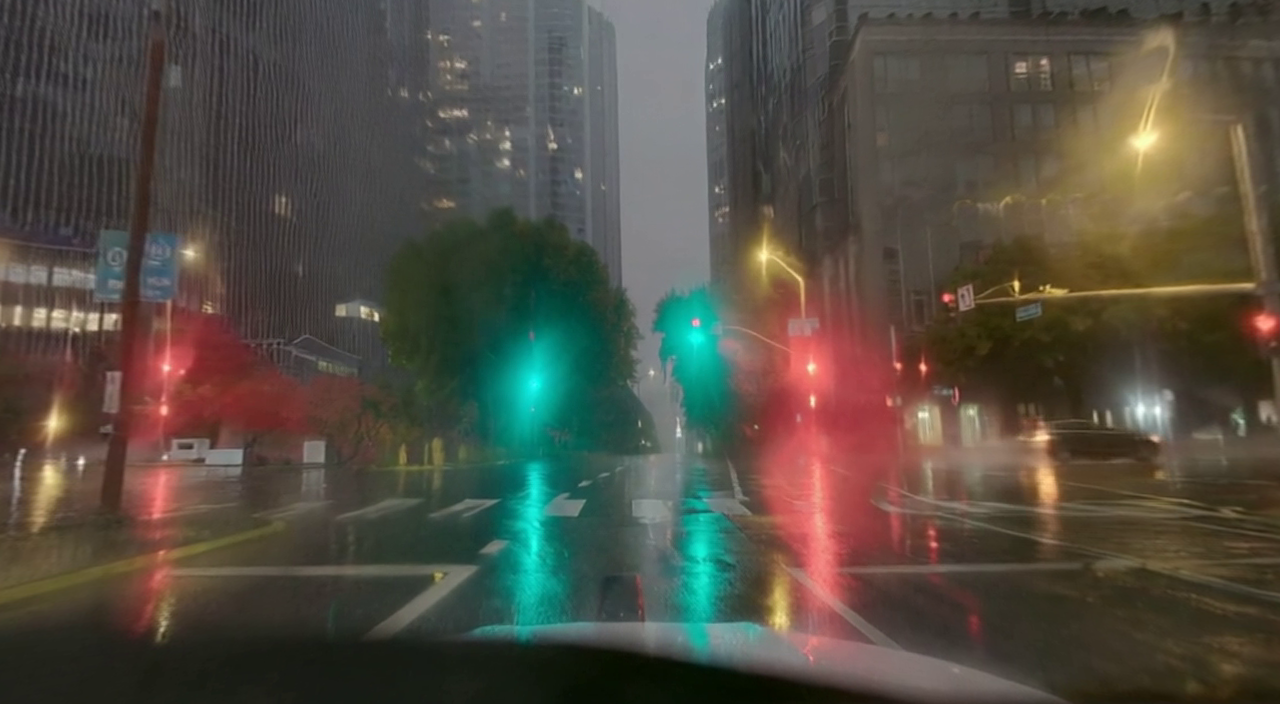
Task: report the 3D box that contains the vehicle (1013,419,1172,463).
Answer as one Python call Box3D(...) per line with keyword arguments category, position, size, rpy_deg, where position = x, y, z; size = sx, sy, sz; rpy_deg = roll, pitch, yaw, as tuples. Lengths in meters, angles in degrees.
Box3D(category="vehicle", position=(16.158, 3.199, 22.681), size=(4.482, 1.492, 1.805), rpy_deg=(1, -9, -7))

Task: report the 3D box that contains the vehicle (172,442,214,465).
Box3D(category="vehicle", position=(-35.060, 7.944, 49.650), size=(2.084, 1.750, 4.426), rpy_deg=(4, -9, -28))

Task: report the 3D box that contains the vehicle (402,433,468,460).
Box3D(category="vehicle", position=(-12.389, 5.770, 38.567), size=(1.964, 1.476, 4.593), rpy_deg=(-2, -9, 8))
